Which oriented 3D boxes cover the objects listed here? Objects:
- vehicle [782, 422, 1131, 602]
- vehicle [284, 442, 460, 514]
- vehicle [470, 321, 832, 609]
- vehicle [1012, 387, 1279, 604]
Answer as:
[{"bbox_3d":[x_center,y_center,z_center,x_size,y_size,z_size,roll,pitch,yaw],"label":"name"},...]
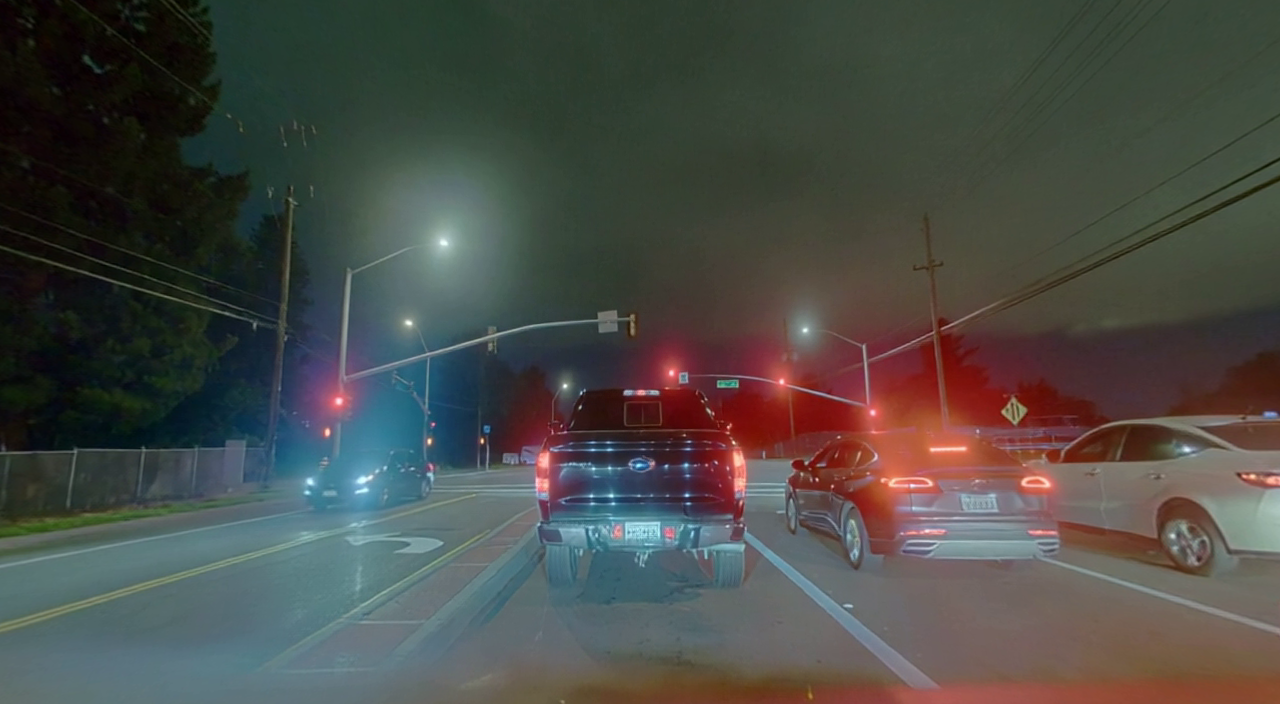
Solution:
[{"bbox_3d":[3.115,1.645,7.376,1.993,1.495,4.060,0,-8,1],"label":"vehicle"},{"bbox_3d":[-7.101,3.357,17.407,2.369,1.690,4.529,-1,-9,8],"label":"vehicle"},{"bbox_3d":[0.122,1.324,8.135,2.831,2.284,6.149,0,-8,1],"label":"vehicle"},{"bbox_3d":[6.154,1.369,6.485,1.982,1.727,4.352,0,-8,1],"label":"vehicle"}]
